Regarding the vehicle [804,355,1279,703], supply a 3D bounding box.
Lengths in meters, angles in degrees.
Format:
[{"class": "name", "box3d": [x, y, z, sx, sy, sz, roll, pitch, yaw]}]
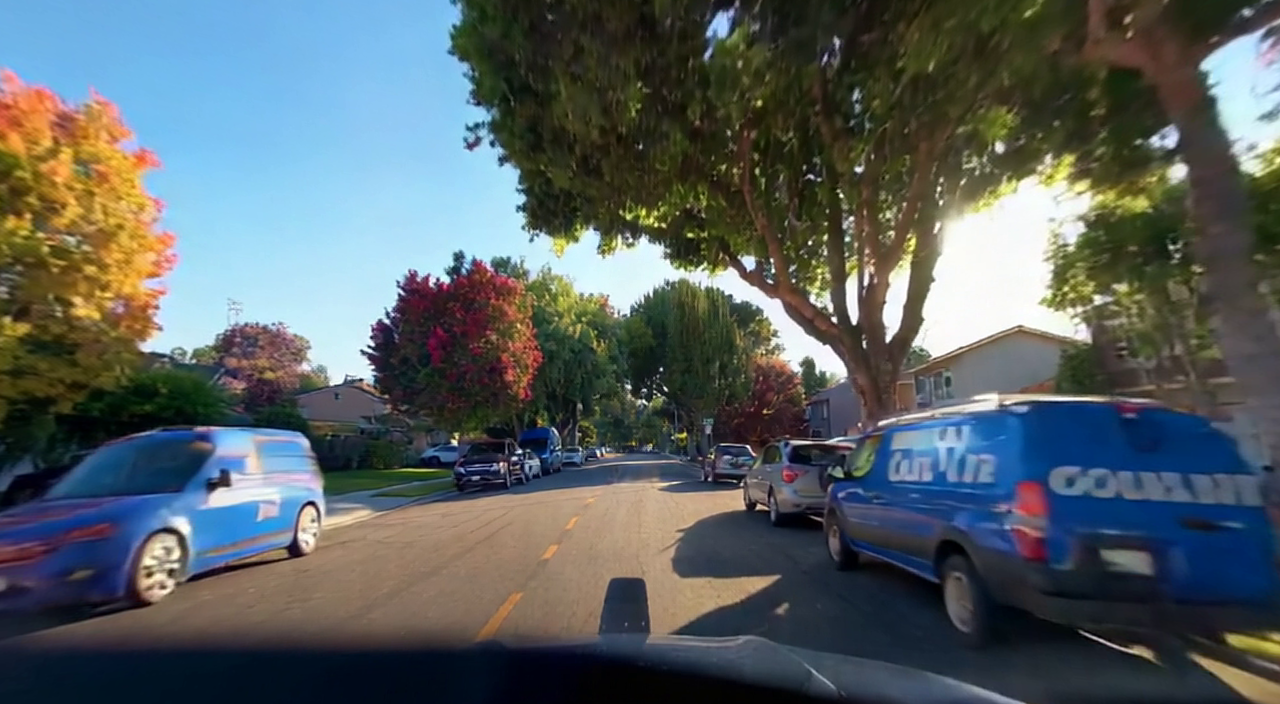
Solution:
[{"class": "vehicle", "box3d": [3.219, 1.283, 5.672, 2.059, 1.824, 5.045, 0, -8, -1]}]

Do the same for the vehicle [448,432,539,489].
[{"class": "vehicle", "box3d": [-5.209, 3.928, 23.137, 2.090, 1.855, 4.494, 0, -8, 2]}]

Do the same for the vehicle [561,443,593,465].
[{"class": "vehicle", "box3d": [-4.805, 7.887, 48.871, 2.038, 1.571, 4.524, 0, -8, -1]}]

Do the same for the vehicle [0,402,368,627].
[{"class": "vehicle", "box3d": [-5.388, 1.661, 7.549, 2.163, 1.818, 4.697, 0, -8, 0]}]
